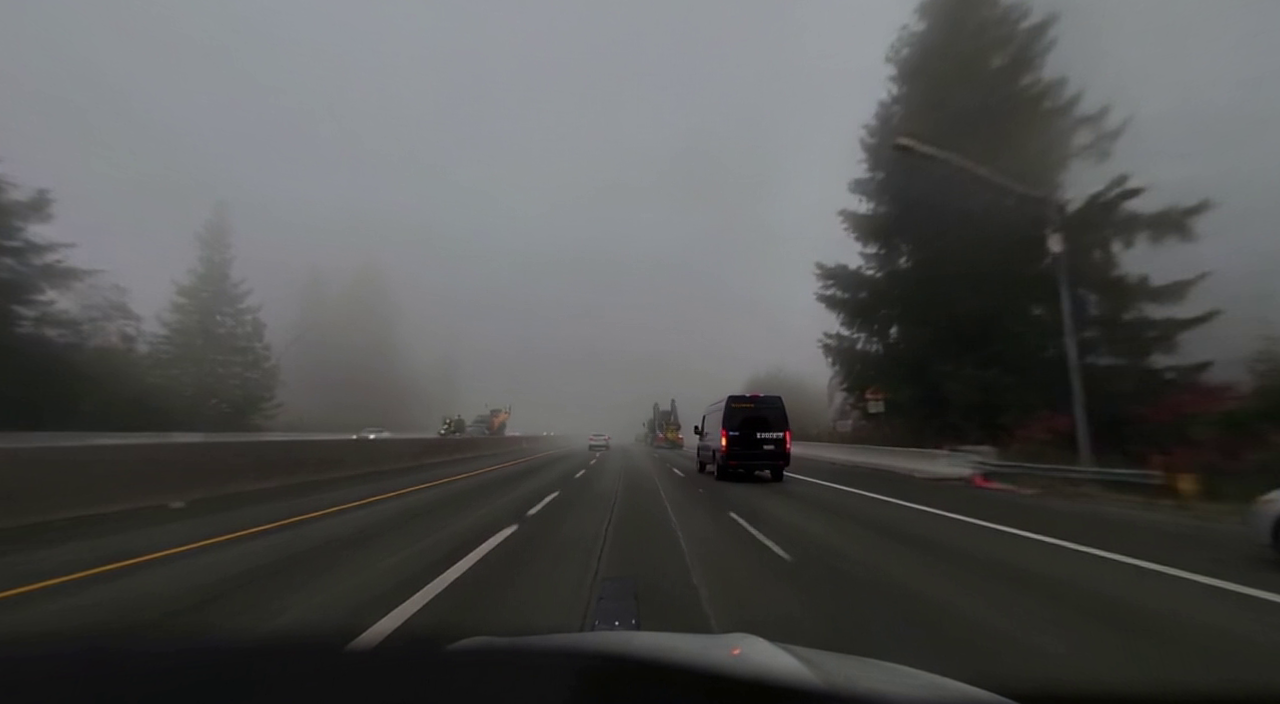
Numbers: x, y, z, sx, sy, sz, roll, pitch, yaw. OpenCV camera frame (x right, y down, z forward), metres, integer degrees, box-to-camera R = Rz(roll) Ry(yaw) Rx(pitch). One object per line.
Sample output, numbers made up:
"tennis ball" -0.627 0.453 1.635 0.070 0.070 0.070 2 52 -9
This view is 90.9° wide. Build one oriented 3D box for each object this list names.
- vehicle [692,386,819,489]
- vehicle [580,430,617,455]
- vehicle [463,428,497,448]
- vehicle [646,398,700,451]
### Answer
"vehicle" 3.108 2.510 18.576 2.386 2.509 5.880 0 -8 -2
"vehicle" -2.602 5.851 40.666 2.217 1.502 4.222 0 -8 -1
"vehicle" -12.601 6.788 49.873 1.781 1.459 4.003 1 -8 -2
"vehicle" 2.403 5.784 49.368 2.912 3.738 10.123 1 -8 -4
